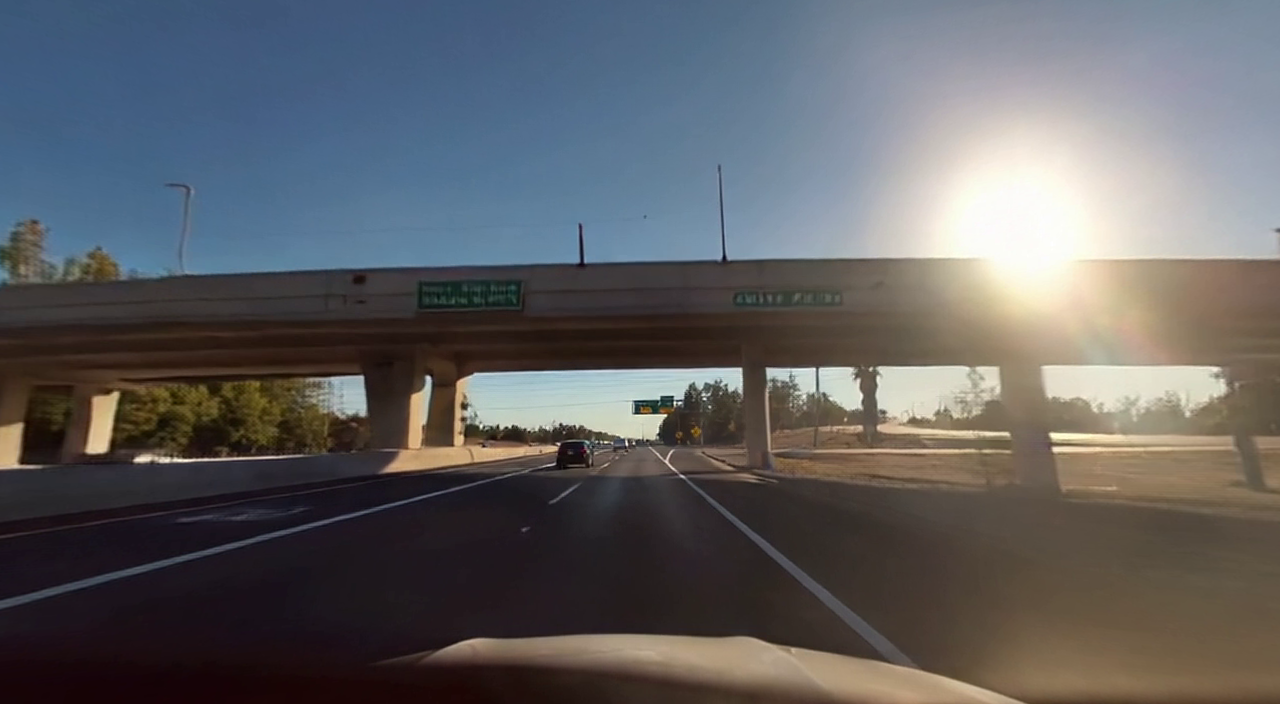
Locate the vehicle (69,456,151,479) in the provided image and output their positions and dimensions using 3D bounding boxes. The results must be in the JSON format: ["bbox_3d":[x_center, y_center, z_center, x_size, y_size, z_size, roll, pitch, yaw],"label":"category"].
[{"bbox_3d":[-39.703,8.656,47.415,1.895,1.540,4.839,0,-8,1],"label":"vehicle"}]
